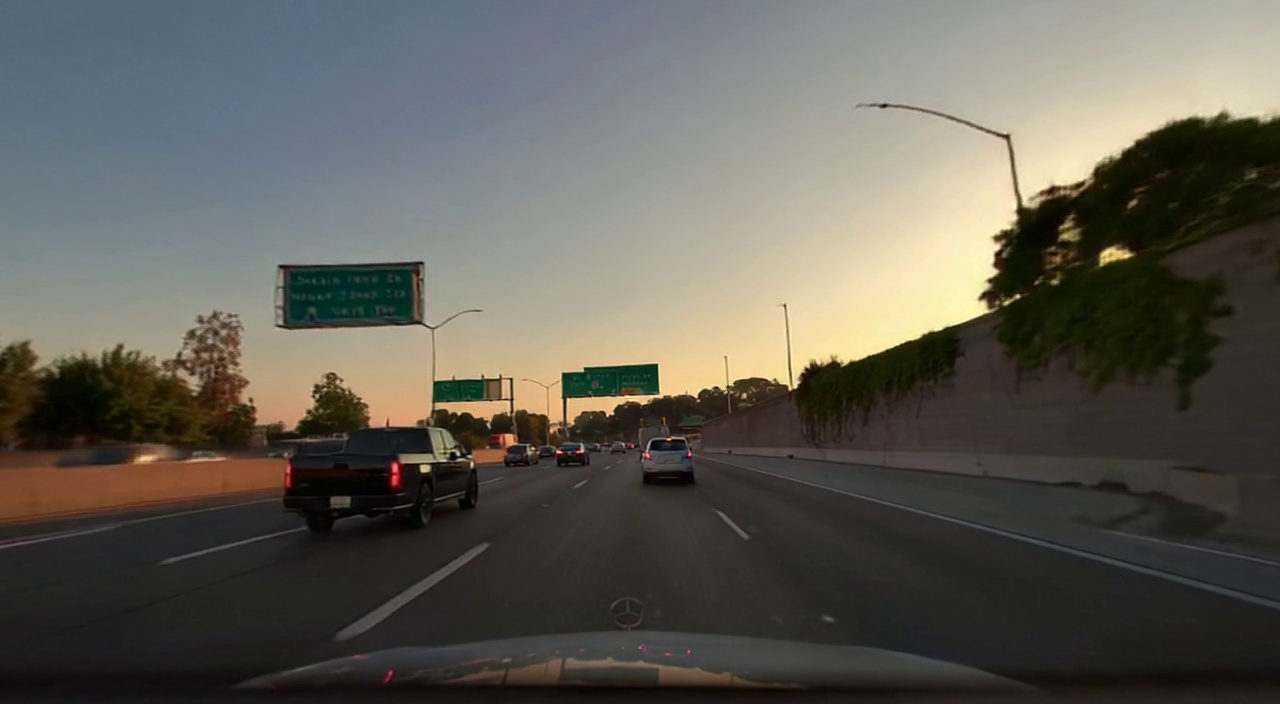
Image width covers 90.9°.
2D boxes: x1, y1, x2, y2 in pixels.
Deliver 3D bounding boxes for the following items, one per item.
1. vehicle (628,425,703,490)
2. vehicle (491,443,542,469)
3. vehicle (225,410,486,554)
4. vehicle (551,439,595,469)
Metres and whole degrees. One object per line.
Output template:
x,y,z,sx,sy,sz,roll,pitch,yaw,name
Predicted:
0.685,3.302,19.982,2.083,1.792,4.782,0,-8,0,vehicle
-7.526,6.391,38.912,2.081,1.463,4.749,0,-8,1,vehicle
-4.238,2.029,10.628,1.954,1.792,5.187,0,-8,0,vehicle
-3.873,5.969,37.064,1.961,1.591,4.756,0,-8,1,vehicle
